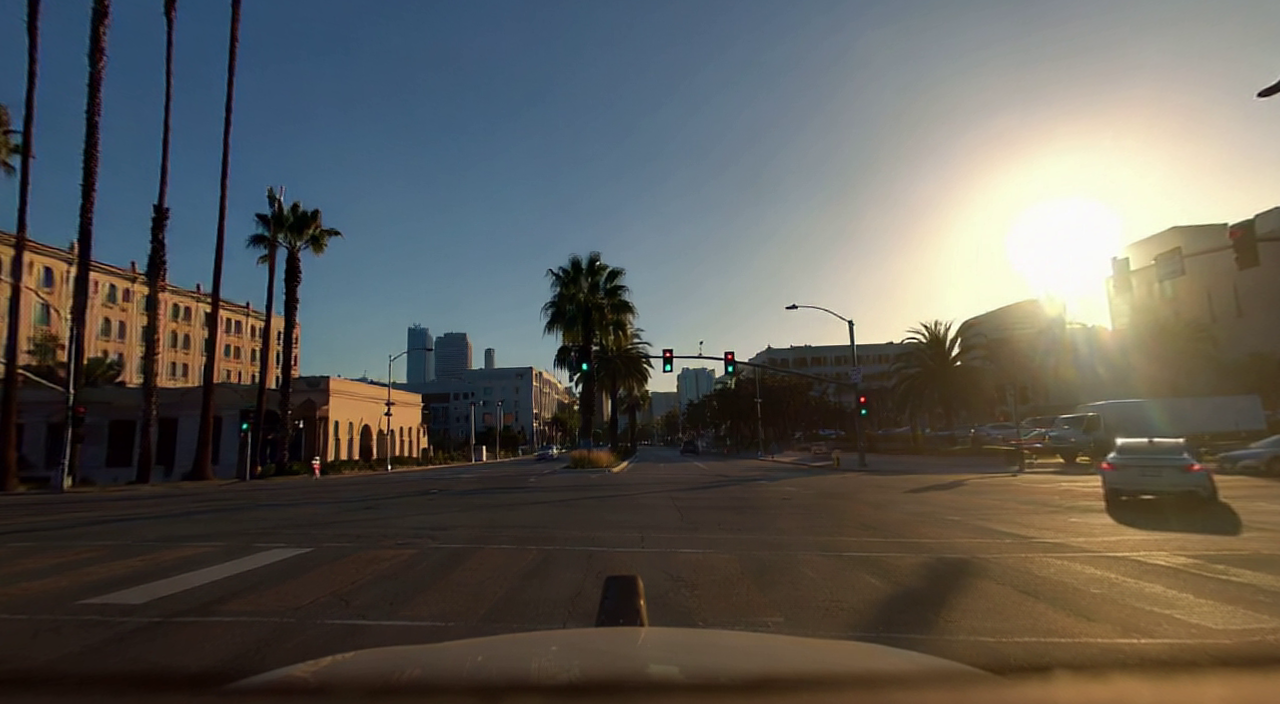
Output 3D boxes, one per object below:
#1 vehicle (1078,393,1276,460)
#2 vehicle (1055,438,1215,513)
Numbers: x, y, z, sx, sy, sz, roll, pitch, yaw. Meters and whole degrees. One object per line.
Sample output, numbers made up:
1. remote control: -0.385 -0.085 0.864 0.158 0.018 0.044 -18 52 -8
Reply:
1. vehicle: 32.624 4.723 39.337 2.863 3.609 10.252 0 -8 -3
2. vehicle: 11.648 2.780 14.750 4.520 1.475 2.003 8 -11 -41
